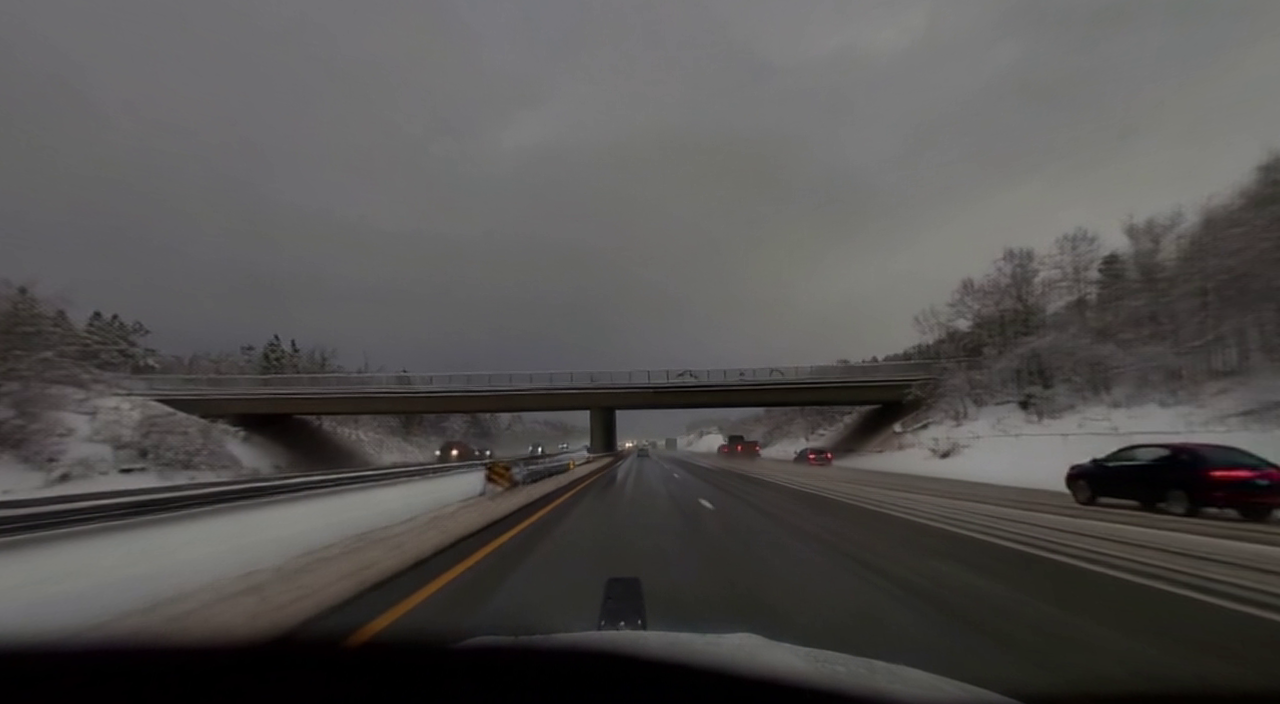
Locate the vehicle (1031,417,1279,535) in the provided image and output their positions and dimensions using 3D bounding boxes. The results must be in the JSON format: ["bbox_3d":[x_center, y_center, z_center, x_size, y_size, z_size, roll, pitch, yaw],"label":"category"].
[{"bbox_3d":[12.244,2.685,14.350,2.533,2.111,5.525,1,-9,-8],"label":"vehicle"}]

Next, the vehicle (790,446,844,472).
[{"bbox_3d":[10.748,6.491,38.418,1.927,1.472,4.076,0,-8,-3],"label":"vehicle"}]
